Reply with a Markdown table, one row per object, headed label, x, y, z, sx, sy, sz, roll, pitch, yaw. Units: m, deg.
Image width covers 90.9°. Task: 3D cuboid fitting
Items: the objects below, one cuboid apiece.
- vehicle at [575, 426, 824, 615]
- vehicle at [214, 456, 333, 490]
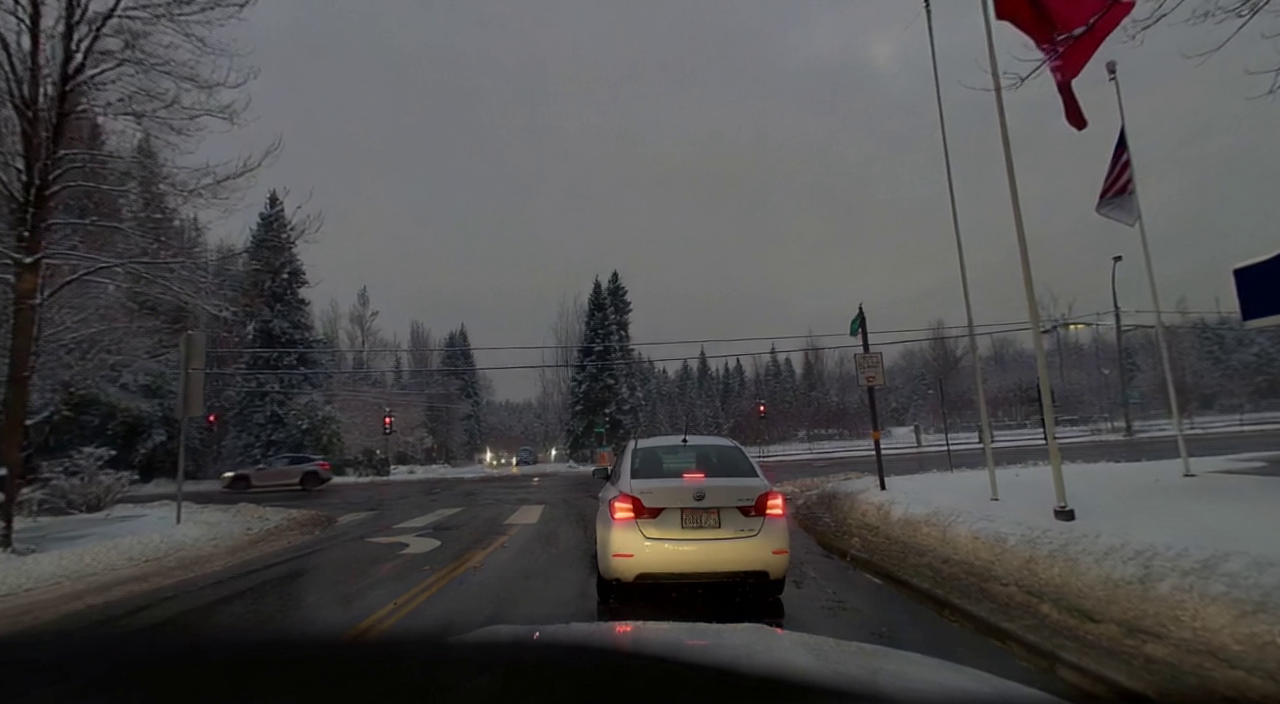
| label | x | y | z | sx | sy | sz | roll | pitch | yaw |
| --- | --- | --- | --- | --- | --- | --- | --- | --- | --- |
| vehicle | 0.381 | 1.622 | 6.905 | 1.985 | 1.463 | 3.647 | 0 | -9 | -3 |
| vehicle | -16.853 | 5.571 | 29.135 | 4.278 | 1.475 | 1.804 | 0 | -10 | -5 |
